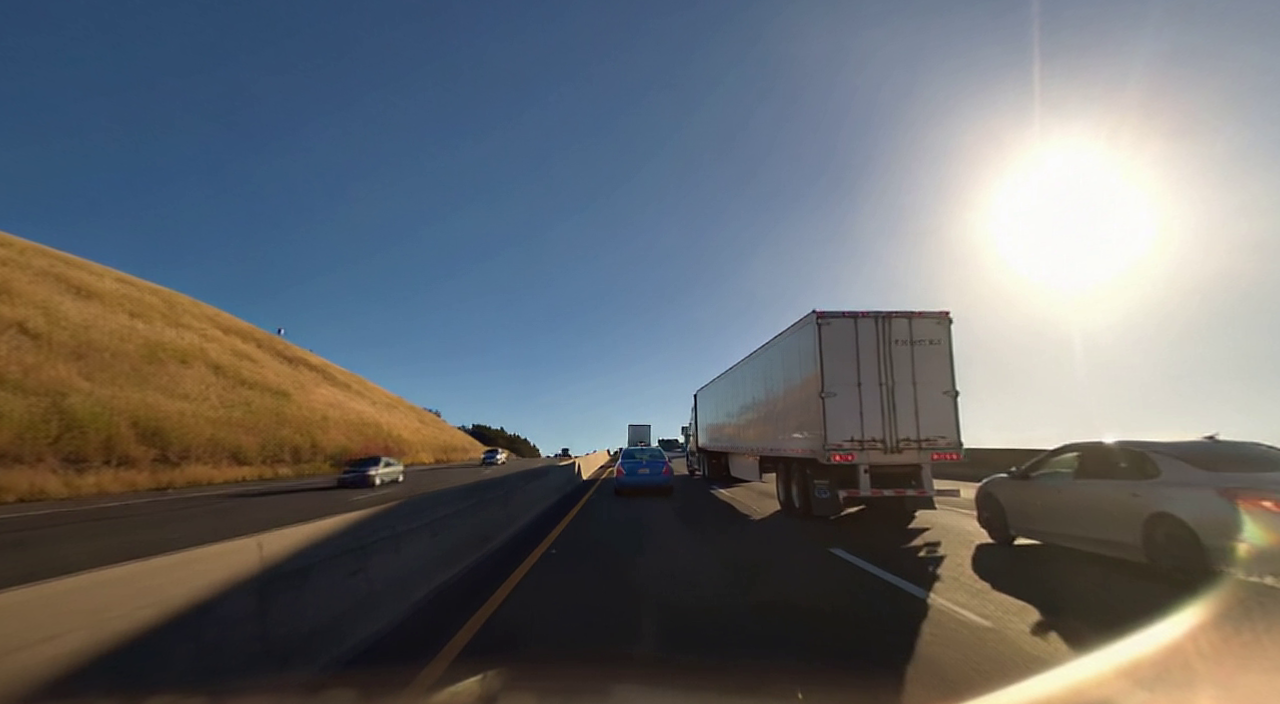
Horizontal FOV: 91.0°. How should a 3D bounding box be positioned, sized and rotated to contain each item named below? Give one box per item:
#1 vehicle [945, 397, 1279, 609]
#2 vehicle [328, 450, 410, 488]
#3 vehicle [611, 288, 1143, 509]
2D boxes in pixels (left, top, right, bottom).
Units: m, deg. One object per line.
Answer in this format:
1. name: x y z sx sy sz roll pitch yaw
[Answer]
1. vehicle: 5.511 1.318 6.051 1.888 1.591 4.815 1 -8 -14
2. vehicle: -11.848 5.124 27.825 1.940 1.495 3.889 -1 -8 -1
3. vehicle: 4.486 1.127 13.904 9.908 4.197 3.235 -1 -8 4
